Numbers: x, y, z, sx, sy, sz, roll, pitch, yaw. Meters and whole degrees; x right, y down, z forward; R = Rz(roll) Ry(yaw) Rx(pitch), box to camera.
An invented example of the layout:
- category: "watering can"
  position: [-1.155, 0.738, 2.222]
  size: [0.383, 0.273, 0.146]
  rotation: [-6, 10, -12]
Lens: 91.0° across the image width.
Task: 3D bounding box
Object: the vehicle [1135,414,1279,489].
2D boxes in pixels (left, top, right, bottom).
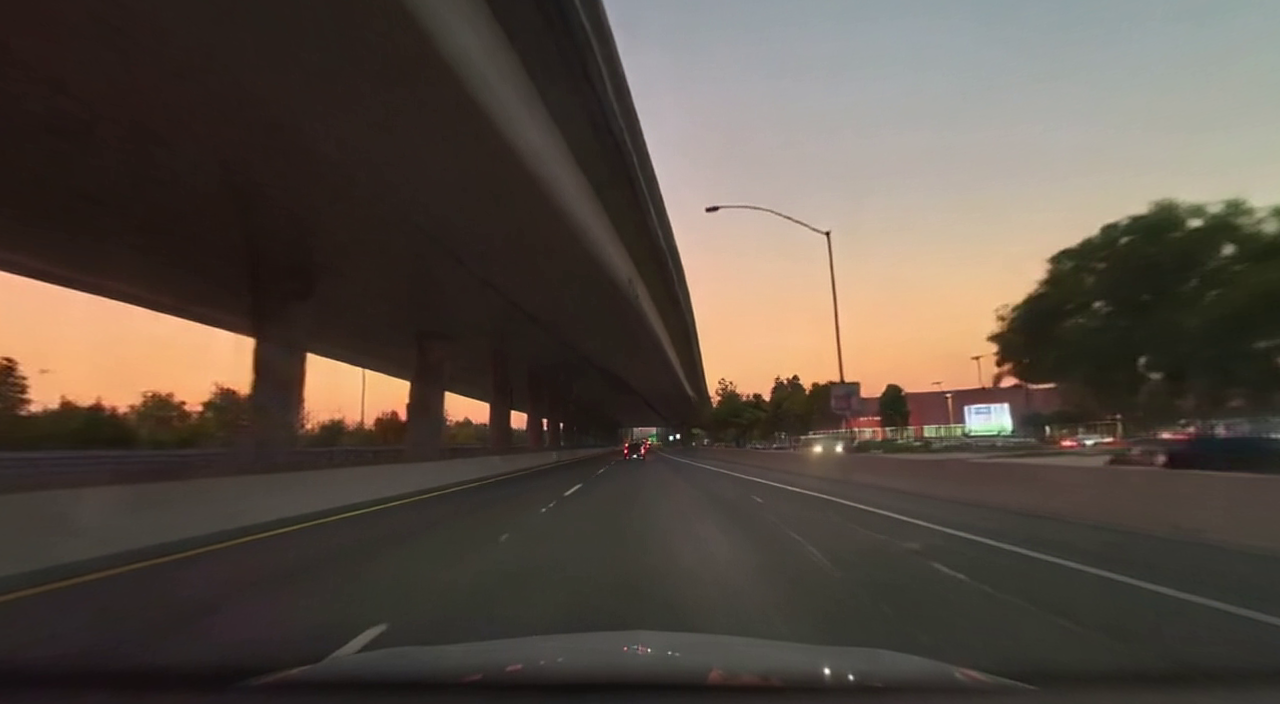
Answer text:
- category: "vehicle"
  position: [18.162, 2.912, 18.473]
  size: [2.288, 1.963, 5.983]
  rotation: [1, -9, -2]

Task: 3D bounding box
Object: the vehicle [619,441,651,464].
- category: "vehicle"
  position: [-0.366, 7.079, 44.434]
  size: [2.110, 1.555, 4.431]
  rotation: [0, -9, -1]
